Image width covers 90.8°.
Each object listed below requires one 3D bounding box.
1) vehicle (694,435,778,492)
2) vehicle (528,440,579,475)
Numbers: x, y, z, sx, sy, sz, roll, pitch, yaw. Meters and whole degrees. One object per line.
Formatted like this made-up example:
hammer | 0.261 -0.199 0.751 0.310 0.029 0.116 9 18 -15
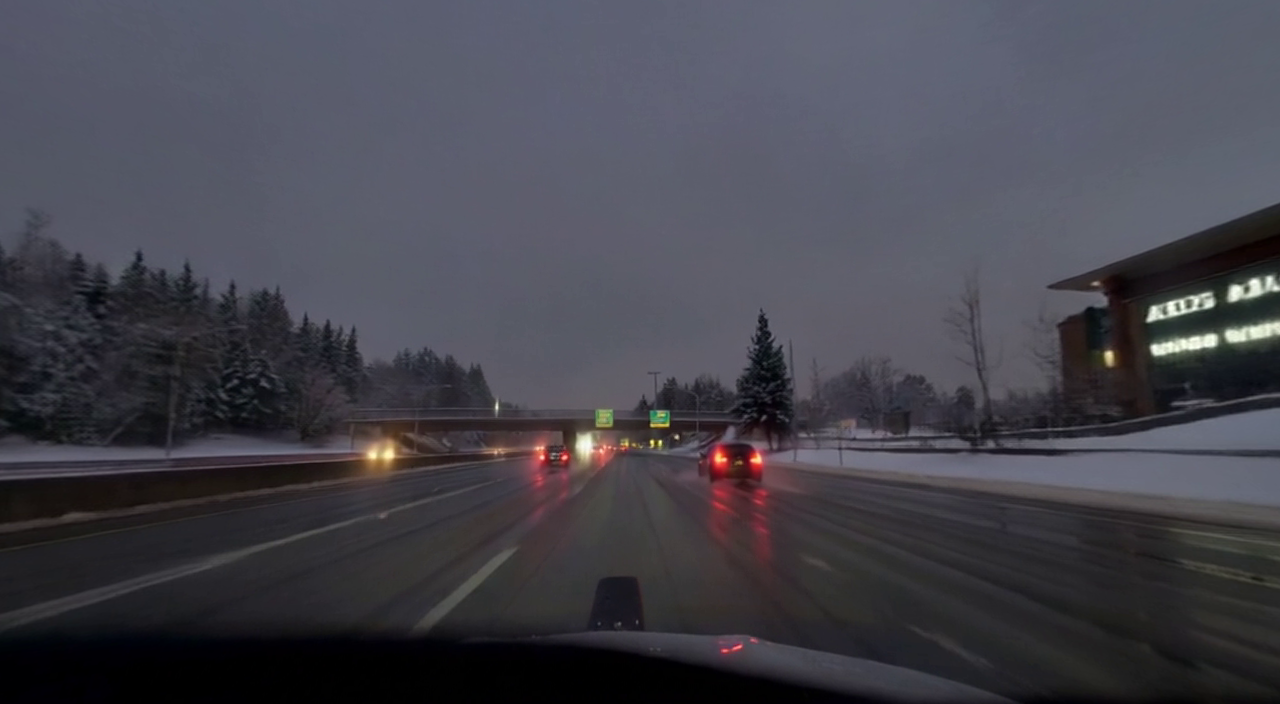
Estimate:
vehicle | 3.058 3.651 21.085 1.997 1.686 4.247 0 -8 -2
vehicle | -4.647 5.763 34.801 2.176 1.779 4.755 0 -8 -1
